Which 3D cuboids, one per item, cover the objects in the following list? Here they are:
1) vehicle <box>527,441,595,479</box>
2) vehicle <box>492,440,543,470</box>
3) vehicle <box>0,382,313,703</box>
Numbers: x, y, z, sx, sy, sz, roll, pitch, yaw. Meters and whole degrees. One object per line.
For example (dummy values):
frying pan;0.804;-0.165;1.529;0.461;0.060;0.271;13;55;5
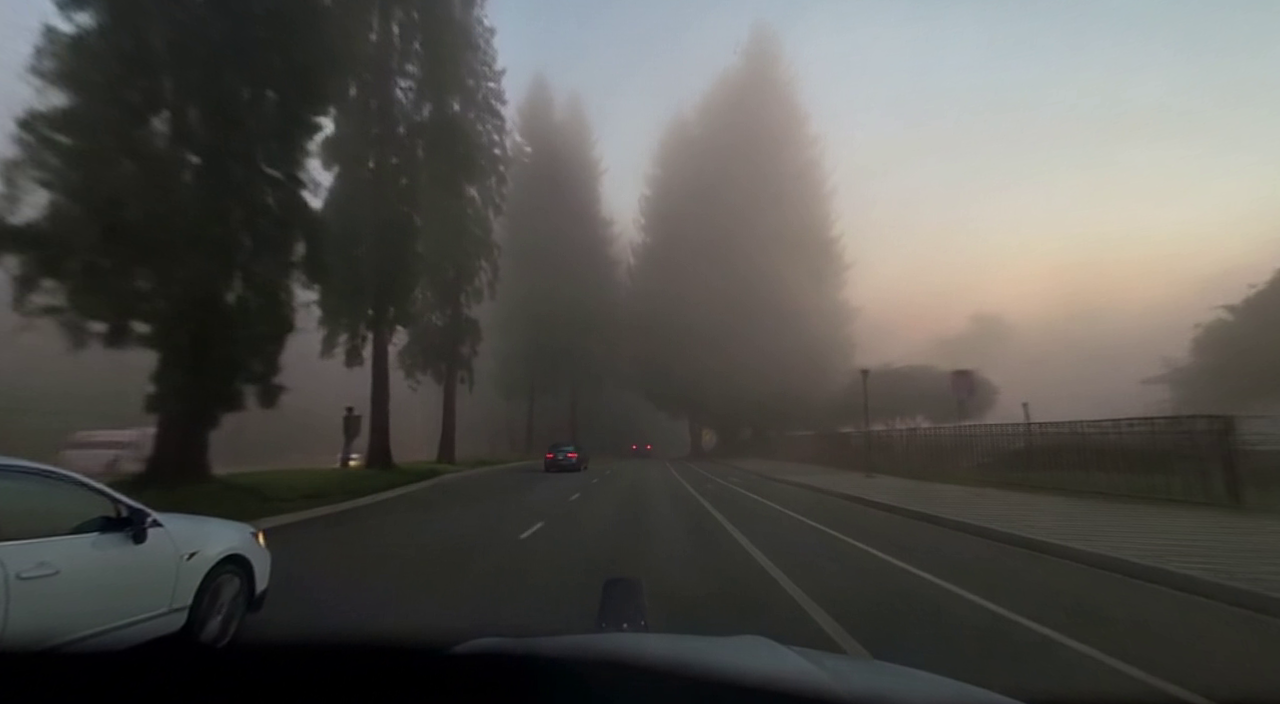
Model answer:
vehicle;-3.321;4.646;27.488;2.188;1.473;4.651;0;-8;2
vehicle;-6.860;5.822;35.814;2.110;1.529;4.743;0;-8;-2
vehicle;-3.968;0.923;2.868;2.190;1.545;4.943;0;-8;2
